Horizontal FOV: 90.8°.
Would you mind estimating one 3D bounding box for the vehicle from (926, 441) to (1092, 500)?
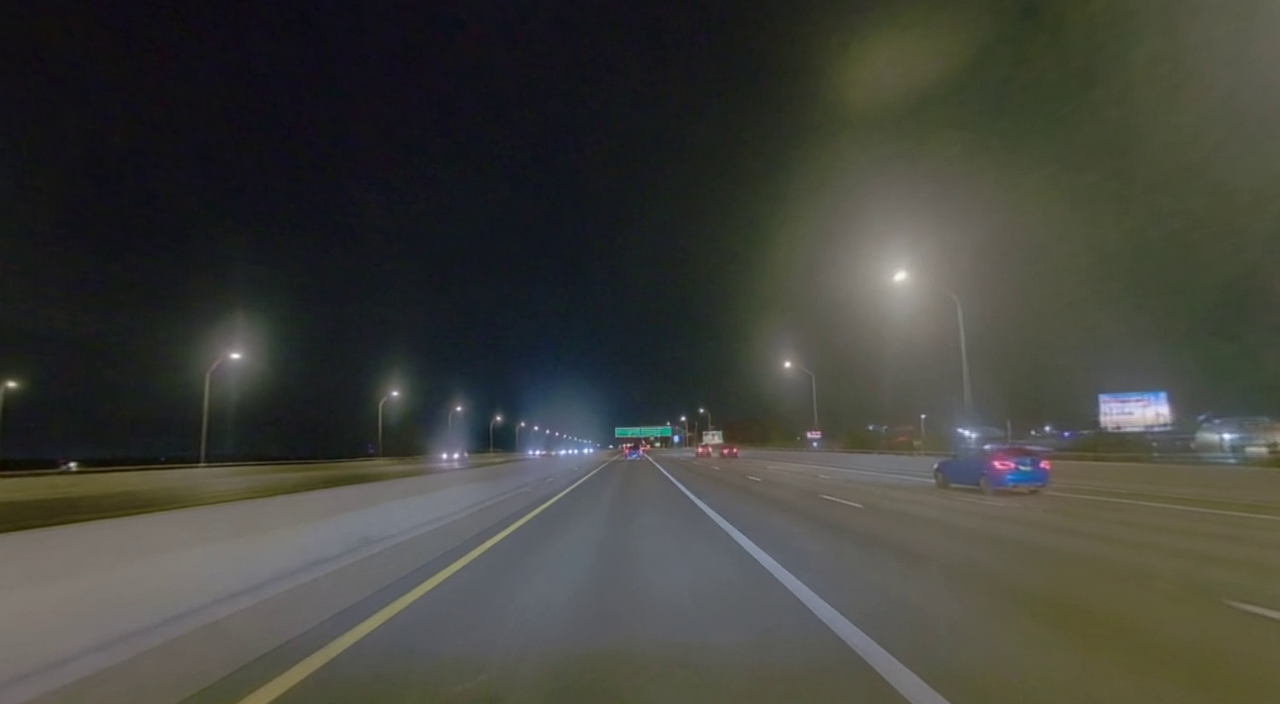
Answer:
[{"bbox_3d":[10.655,3.404,18.797,2.024,1.481,4.747,1,-8,-1],"label":"vehicle"}]
